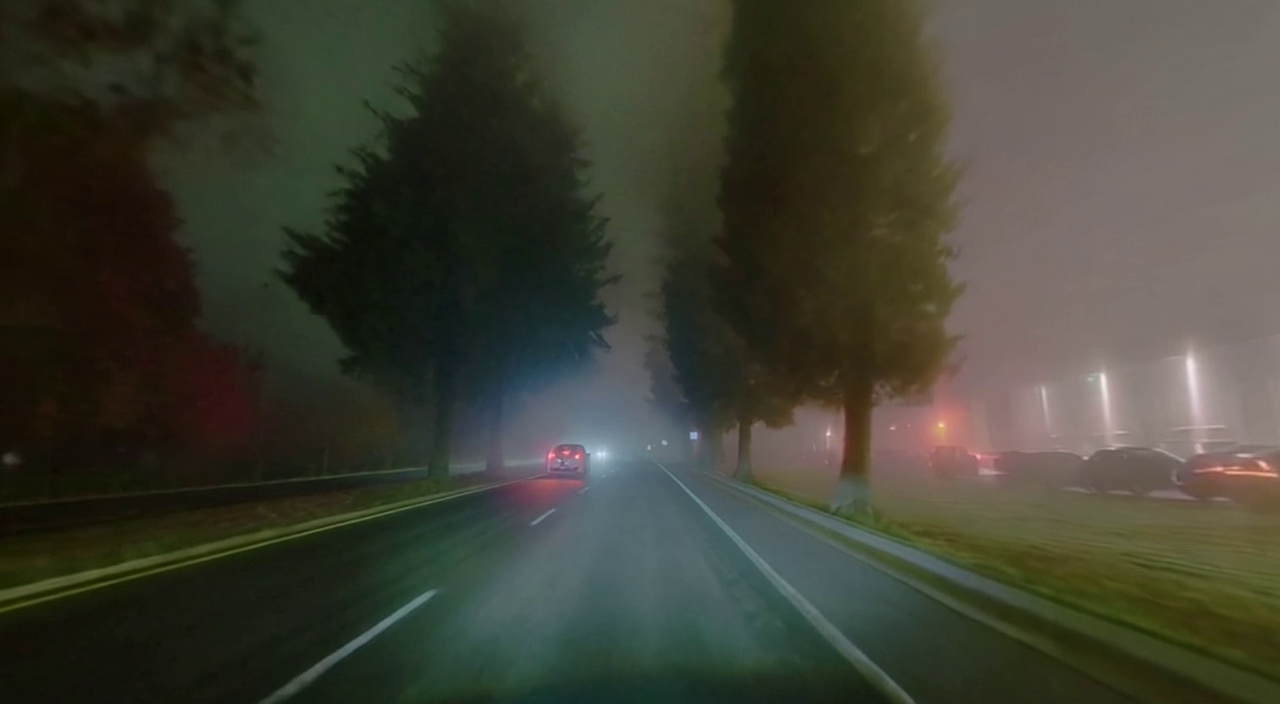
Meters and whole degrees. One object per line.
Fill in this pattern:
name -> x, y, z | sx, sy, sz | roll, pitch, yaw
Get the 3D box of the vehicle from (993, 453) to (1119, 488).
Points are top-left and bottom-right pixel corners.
vehicle -> 17.948, 5.113, 27.338 | 4.230, 1.384, 1.882 | 1, -9, -7

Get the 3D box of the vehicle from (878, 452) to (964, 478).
vehicle -> 16.583, 6.684, 37.429 | 4.172, 1.407, 1.931 | 1, -9, -7

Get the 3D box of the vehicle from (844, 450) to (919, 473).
vehicle -> 16.291, 7.377, 42.691 | 4.226, 1.499, 1.943 | 1, -9, -10

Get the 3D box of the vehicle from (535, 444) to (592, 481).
vehicle -> -3.364, 4.939, 28.517 | 2.030, 1.550, 3.925 | 0, -8, 1

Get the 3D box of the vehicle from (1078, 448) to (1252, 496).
vehicle -> 18.526, 4.210, 22.441 | 4.520, 1.557, 2.056 | 1, -9, -6
